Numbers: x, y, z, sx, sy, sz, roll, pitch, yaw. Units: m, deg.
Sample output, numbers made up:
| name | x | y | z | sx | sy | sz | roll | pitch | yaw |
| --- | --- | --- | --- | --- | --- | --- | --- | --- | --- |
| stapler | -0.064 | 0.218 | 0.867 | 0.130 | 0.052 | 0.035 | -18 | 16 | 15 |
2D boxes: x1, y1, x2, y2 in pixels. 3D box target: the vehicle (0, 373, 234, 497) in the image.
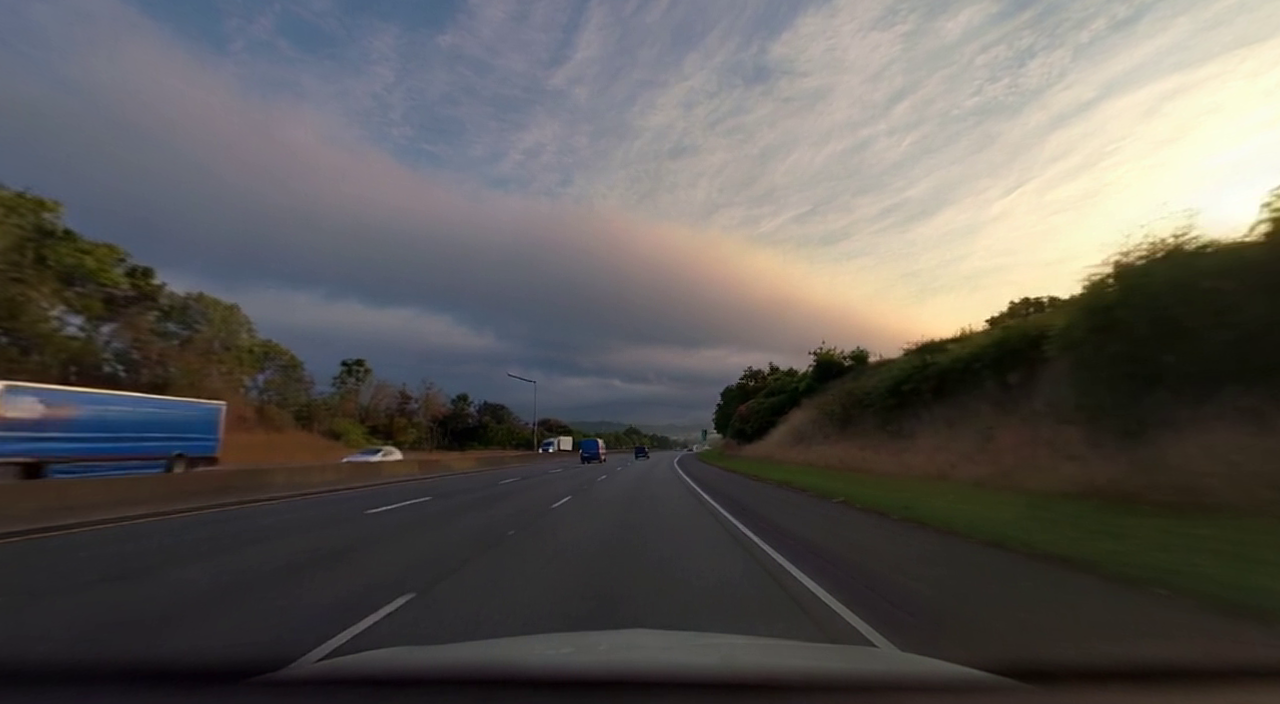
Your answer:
| name | x | y | z | sx | sy | sz | roll | pitch | yaw |
| --- | --- | --- | --- | --- | --- | --- | --- | --- | --- |
| vehicle | -22.915 | 3.509 | 25.808 | 2.918 | 4.113 | 14.054 | -1 | -9 | 2 |

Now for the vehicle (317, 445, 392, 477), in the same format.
| name | x | y | z | sx | sy | sz | roll | pitch | yaw |
| --- | --- | --- | --- | --- | --- | --- | --- | --- | --- |
| vehicle | -15.518 | 5.940 | 34.535 | 1.955 | 1.617 | 4.254 | -1 | -9 | 2 |
